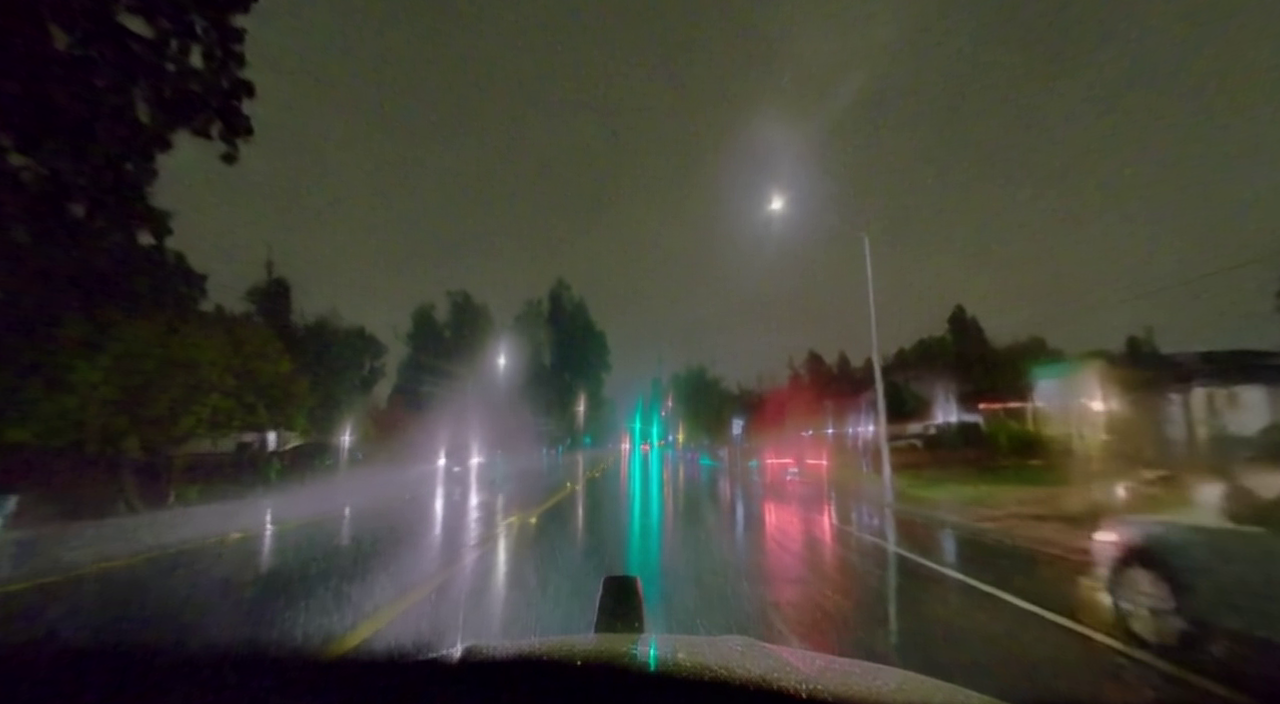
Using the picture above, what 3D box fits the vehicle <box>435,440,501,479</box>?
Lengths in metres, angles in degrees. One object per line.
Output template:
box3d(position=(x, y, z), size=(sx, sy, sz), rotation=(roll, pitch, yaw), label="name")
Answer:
box3d(position=(-7.783, 4.875, 28.860), size=(1.867, 1.603, 3.983), rotation=(0, -8, 1), label="vehicle")

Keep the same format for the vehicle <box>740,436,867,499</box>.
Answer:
box3d(position=(4.496, 3.274, 18.458), size=(2.154, 1.550, 5.785), rotation=(0, -8, 0), label="vehicle")

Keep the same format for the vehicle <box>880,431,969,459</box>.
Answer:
box3d(position=(16.660, 5.451, 36.949), size=(4.315, 1.410, 1.838), rotation=(-2, -7, -3), label="vehicle")

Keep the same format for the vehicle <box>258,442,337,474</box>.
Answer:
box3d(position=(-22.198, 6.845, 40.850), size=(4.052, 1.641, 1.939), rotation=(-5, -7, -2), label="vehicle")

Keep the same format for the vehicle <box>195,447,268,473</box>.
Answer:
box3d(position=(-26.516, 7.012, 40.957), size=(3.527, 1.415, 1.748), rotation=(-2, -7, -5), label="vehicle")

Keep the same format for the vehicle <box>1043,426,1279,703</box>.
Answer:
box3d(position=(4.280, 1.037, 2.635), size=(1.968, 1.482, 4.991), rotation=(0, -8, 1), label="vehicle")
